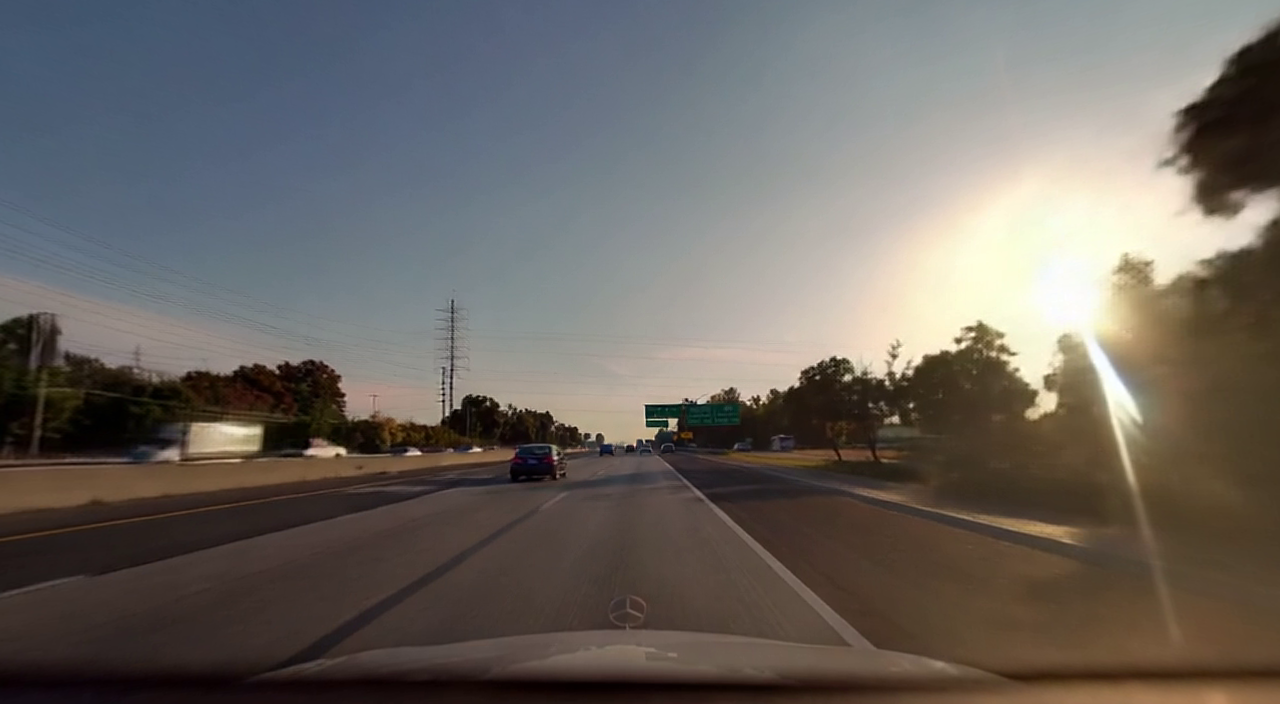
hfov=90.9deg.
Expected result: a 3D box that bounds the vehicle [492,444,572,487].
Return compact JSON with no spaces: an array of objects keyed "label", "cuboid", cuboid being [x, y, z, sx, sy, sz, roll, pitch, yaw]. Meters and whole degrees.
[{"label":"vehicle","cuboid":[-3.800,4.075,23.028,2.048,1.368,4.613,-1,-9,1]}]

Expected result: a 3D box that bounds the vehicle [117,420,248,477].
[{"label":"vehicle","cuboid":[-28.024,5.961,39.155,2.746,3.161,7.145,0,-9,-1]}]

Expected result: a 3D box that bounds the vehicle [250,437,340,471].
[{"label":"vehicle","cuboid":[-22.332,6.616,41.214,2.208,1.997,6.406,-1,-9,1]}]
